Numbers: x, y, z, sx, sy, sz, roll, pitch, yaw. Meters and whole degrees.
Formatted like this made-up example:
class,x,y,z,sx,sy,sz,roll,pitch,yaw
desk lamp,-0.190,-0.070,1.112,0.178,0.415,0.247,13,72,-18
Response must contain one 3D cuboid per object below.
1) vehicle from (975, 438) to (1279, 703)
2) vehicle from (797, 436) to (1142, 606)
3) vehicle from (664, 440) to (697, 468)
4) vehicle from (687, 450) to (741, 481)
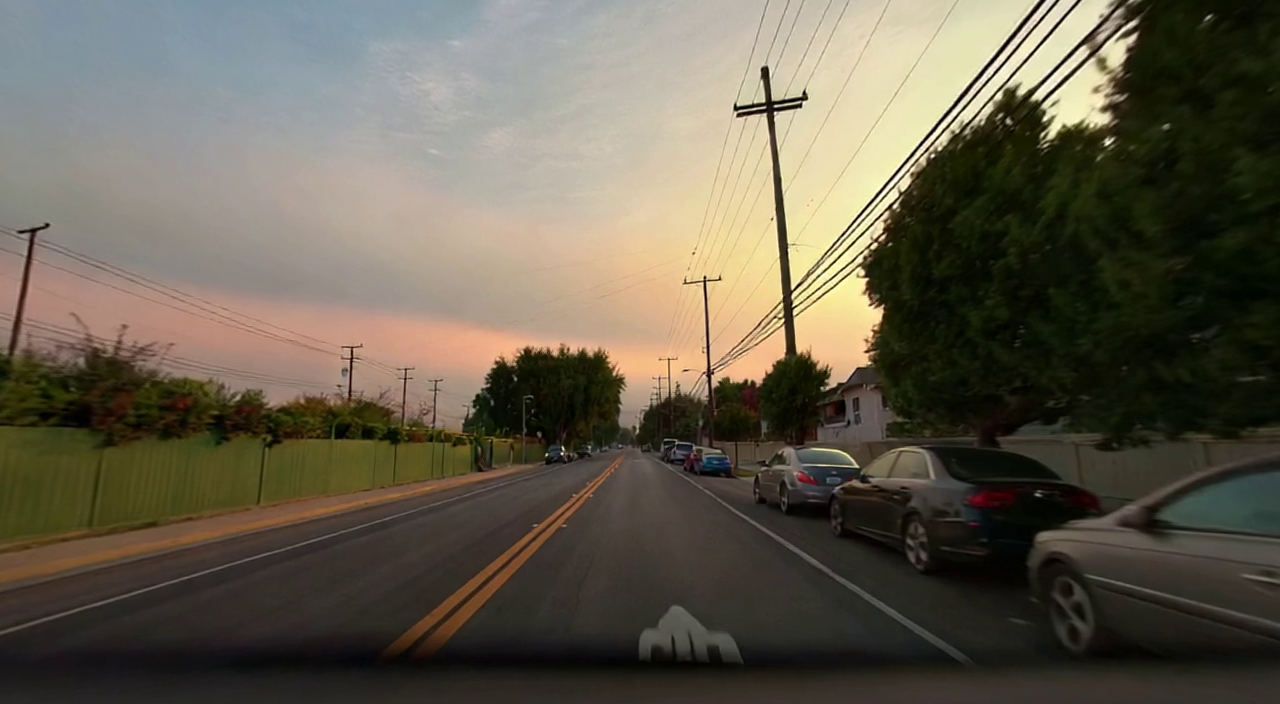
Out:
class,x,y,z,sx,sy,sz,roll,pitch,yaw
vehicle,3.568,1.082,2.720,1.921,1.406,4.370,0,-9,1
vehicle,3.411,1.801,7.732,1.812,1.454,4.395,0,-9,0
vehicle,3.105,7.950,49.233,2.053,2.005,5.495,0,-9,-1
vehicle,3.456,5.372,30.240,1.984,1.342,4.066,0,-9,-1
